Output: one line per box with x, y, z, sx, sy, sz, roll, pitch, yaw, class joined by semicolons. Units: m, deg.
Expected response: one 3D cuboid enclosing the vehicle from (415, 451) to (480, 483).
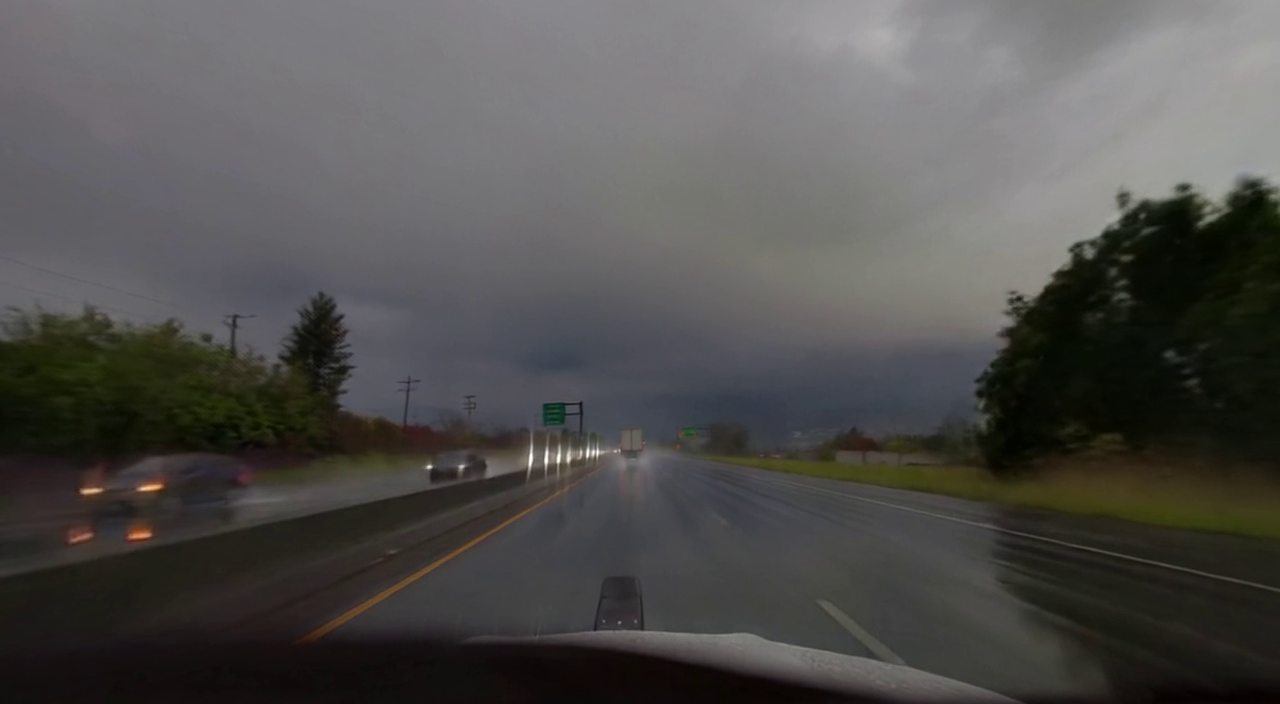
-9.715;5.802;31.996;1.888;1.509;4.461;0;-9;0;vehicle

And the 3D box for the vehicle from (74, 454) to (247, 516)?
-14.162;3.908;18.898;1.887;1.573;4.187;0;-9;0;vehicle
